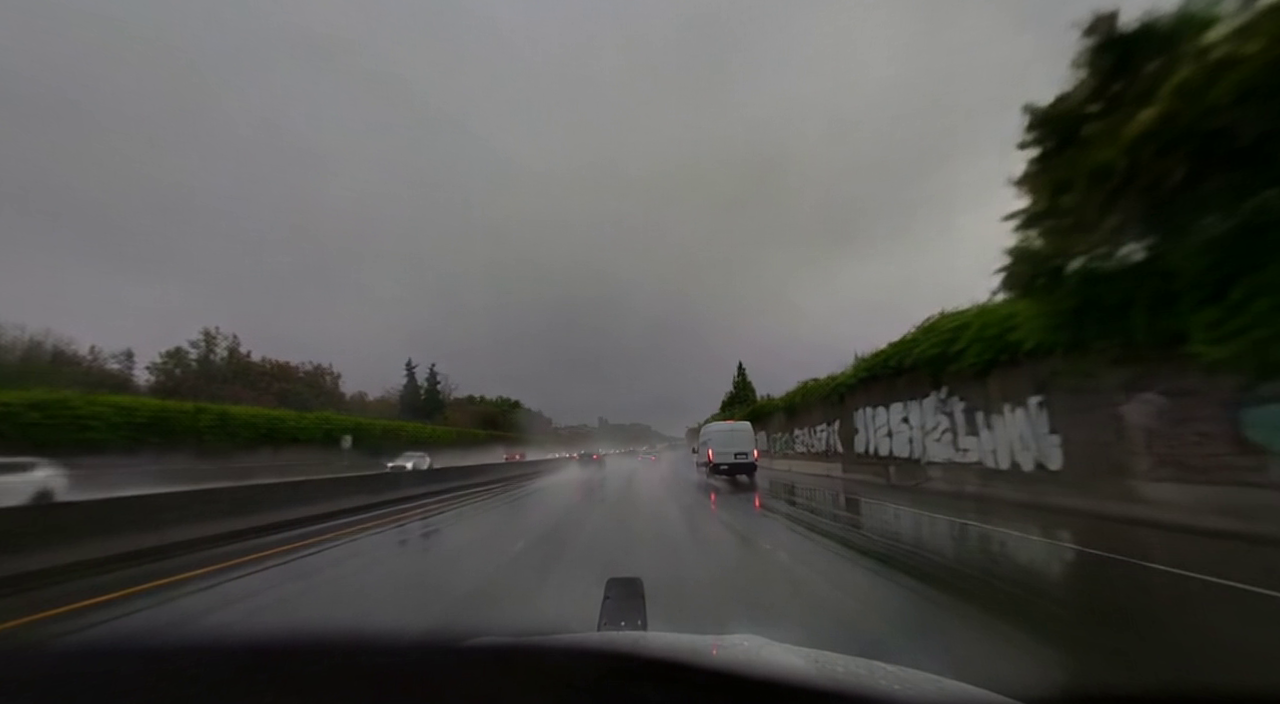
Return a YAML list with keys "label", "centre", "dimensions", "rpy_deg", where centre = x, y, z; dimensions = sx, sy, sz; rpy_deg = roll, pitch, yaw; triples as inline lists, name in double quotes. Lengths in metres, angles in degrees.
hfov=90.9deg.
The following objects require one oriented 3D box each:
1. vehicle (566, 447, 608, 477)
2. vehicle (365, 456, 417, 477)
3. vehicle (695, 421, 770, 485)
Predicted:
- label: "vehicle"
  centre: [-2.992, 6.345, 36.474]
  dimensions: [1.964, 1.618, 4.489]
  rpy_deg: [0, -9, 1]
- label: "vehicle"
  centre: [-19.136, 8.765, 48.582]
  dimensions: [1.952, 1.509, 4.840]
  rpy_deg: [0, -9, 1]
- label: "vehicle"
  centre: [4.033, 4.589, 28.617]
  dimensions: [2.469, 2.591, 5.653]
  rpy_deg: [0, -9, -1]
